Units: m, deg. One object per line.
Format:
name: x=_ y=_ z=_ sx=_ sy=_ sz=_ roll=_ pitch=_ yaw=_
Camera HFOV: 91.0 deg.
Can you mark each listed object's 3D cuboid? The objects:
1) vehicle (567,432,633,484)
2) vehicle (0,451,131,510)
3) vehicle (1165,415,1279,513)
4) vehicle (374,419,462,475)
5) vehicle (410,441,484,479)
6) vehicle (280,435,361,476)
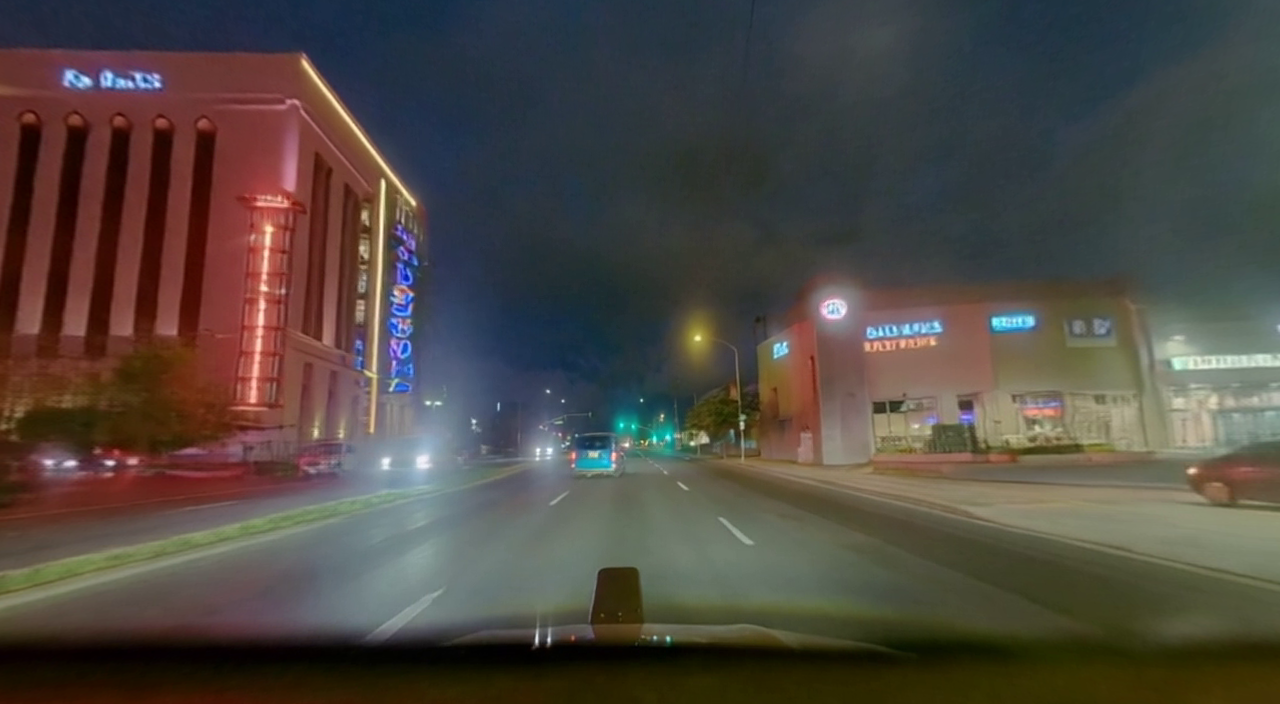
vehicle: x=-1.356 y=3.838 z=22.997 sx=2.080 sy=1.722 sz=3.766 roll=0 pitch=-8 yaw=1
vehicle: x=-17.792 y=3.696 z=18.610 sx=1.840 sy=1.508 sz=4.376 roll=0 pitch=-9 yaw=-1
vehicle: x=14.792 y=2.266 z=12.663 sx=2.589 sy=1.989 sz=5.779 roll=4 pitch=-9 yaw=-26
vehicle: x=-11.640 y=5.060 z=33.636 sx=2.556 sy=2.673 sz=5.915 roll=0 pitch=-8 yaw=0
vehicle: x=-8.222 y=4.606 z=27.208 sx=1.899 sy=1.495 sz=4.093 roll=0 pitch=-9 yaw=0
vehicle: x=-17.997 y=5.864 z=35.792 sx=2.112 sy=2.138 sz=4.888 roll=0 pitch=-9 yaw=-2
